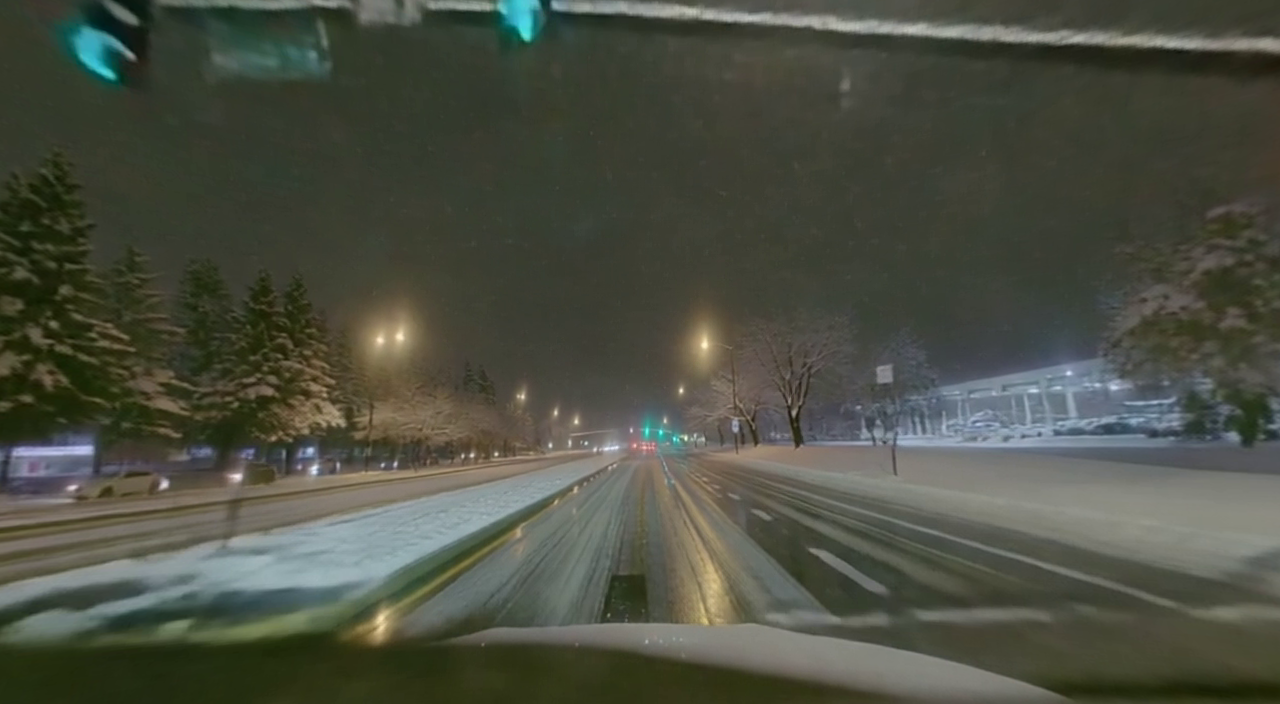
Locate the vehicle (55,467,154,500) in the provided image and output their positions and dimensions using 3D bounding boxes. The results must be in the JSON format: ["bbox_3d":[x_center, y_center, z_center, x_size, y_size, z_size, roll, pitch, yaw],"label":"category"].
[{"bbox_3d":[-29.611,7.244,35.011,1.807,1.534,4.156,0,-8,0],"label":"vehicle"}]

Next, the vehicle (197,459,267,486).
[{"bbox_3d":[-29.593,8.757,45.911,1.902,1.746,4.706,0,-8,1],"label":"vehicle"}]

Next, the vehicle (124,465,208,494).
[{"bbox_3d":[-29.654,7.943,39.607,1.815,1.531,4.544,0,-8,-1],"label":"vehicle"}]
